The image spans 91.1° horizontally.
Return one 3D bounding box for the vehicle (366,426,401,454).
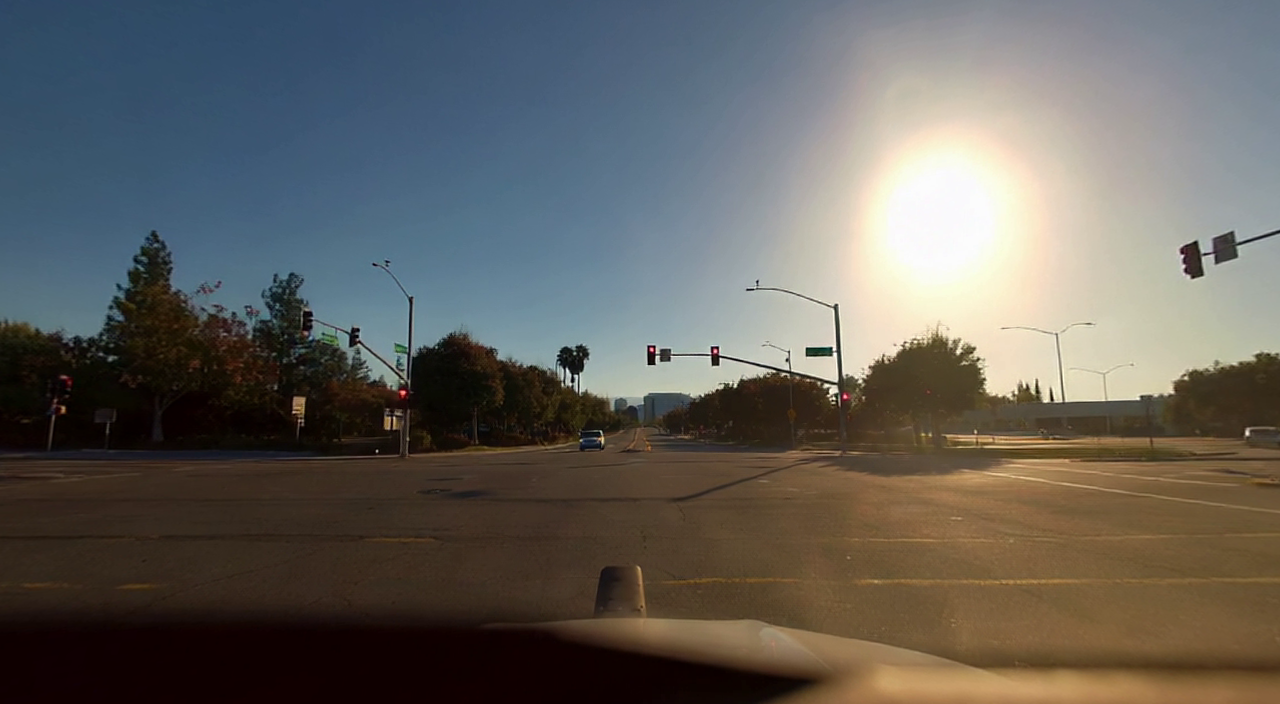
[{"bbox_3d":[-19.993,6.848,48.879,1.873,2.079,2.879,5,-10,-32],"label":"vehicle"}]
